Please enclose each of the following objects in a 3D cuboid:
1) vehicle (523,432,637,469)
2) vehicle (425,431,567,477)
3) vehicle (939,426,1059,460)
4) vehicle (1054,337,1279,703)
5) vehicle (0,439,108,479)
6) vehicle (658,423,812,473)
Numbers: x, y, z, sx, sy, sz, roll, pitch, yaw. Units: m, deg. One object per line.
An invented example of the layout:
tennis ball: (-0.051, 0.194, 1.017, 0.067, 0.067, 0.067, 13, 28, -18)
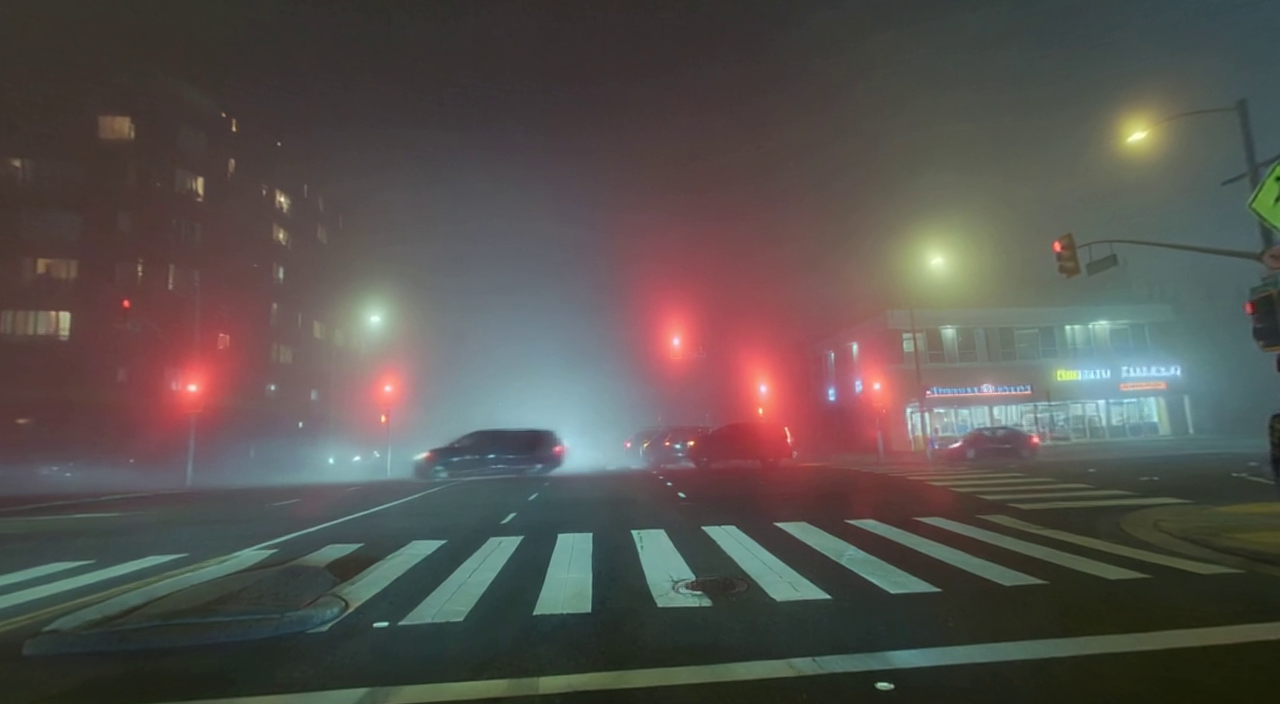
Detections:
vehicle: (-2.448, 3.994, 25.722, 4.461, 1.443, 1.715, 1, -9, -8)
vehicle: (-4.929, 3.548, 22.128, 4.643, 1.476, 1.820, 1, -9, -8)
vehicle: (16.104, 4.088, 28.433, 4.475, 1.458, 1.681, 1, -9, -7)
vehicle: (3.013, 0.610, 0.877, 1.866, 1.654, 4.354, 0, -8, 0)
vehicle: (-31.543, 5.607, 33.543, 2.205, 1.903, 5.877, 1, -9, -10)
vehicle: (3.016, 3.107, 20.593, 4.612, 1.521, 1.811, 1, -9, -9)
